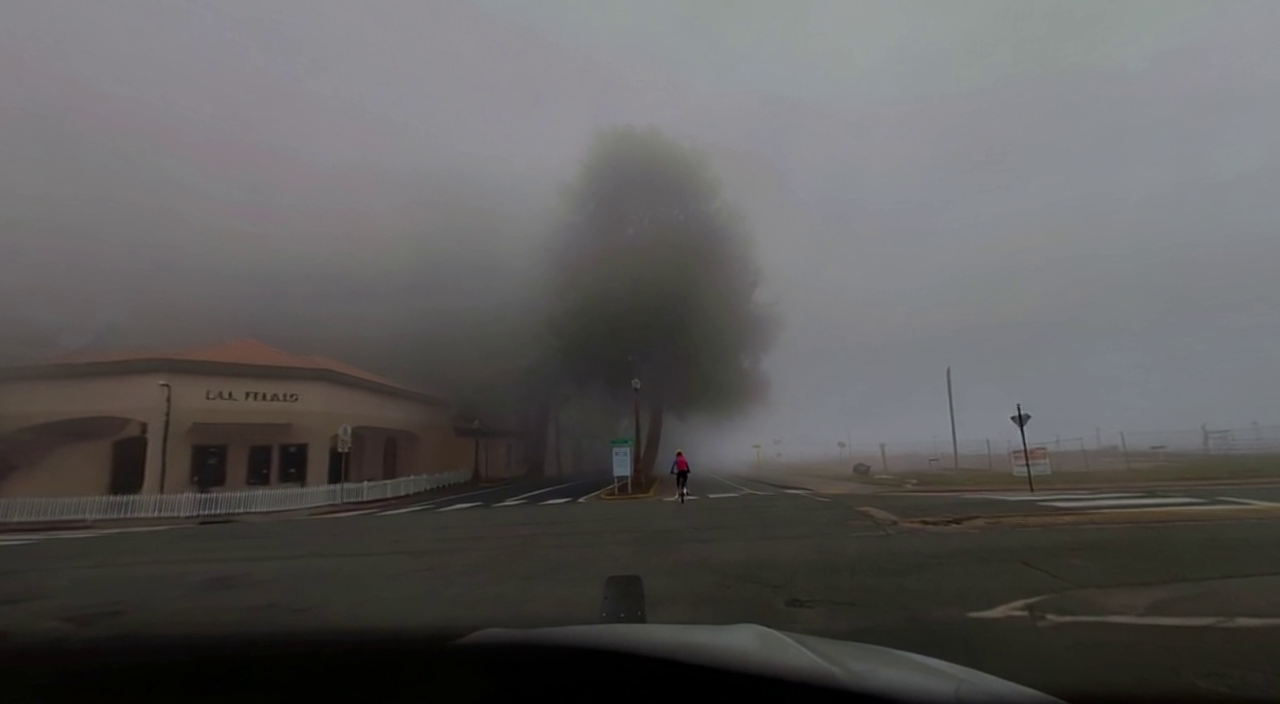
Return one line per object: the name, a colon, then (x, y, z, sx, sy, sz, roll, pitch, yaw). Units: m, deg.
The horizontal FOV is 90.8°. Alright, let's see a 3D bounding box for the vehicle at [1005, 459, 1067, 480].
vehicle: (30.451, 9.011, 48.615, 3.794, 1.403, 1.636, -1, -9, -9)
